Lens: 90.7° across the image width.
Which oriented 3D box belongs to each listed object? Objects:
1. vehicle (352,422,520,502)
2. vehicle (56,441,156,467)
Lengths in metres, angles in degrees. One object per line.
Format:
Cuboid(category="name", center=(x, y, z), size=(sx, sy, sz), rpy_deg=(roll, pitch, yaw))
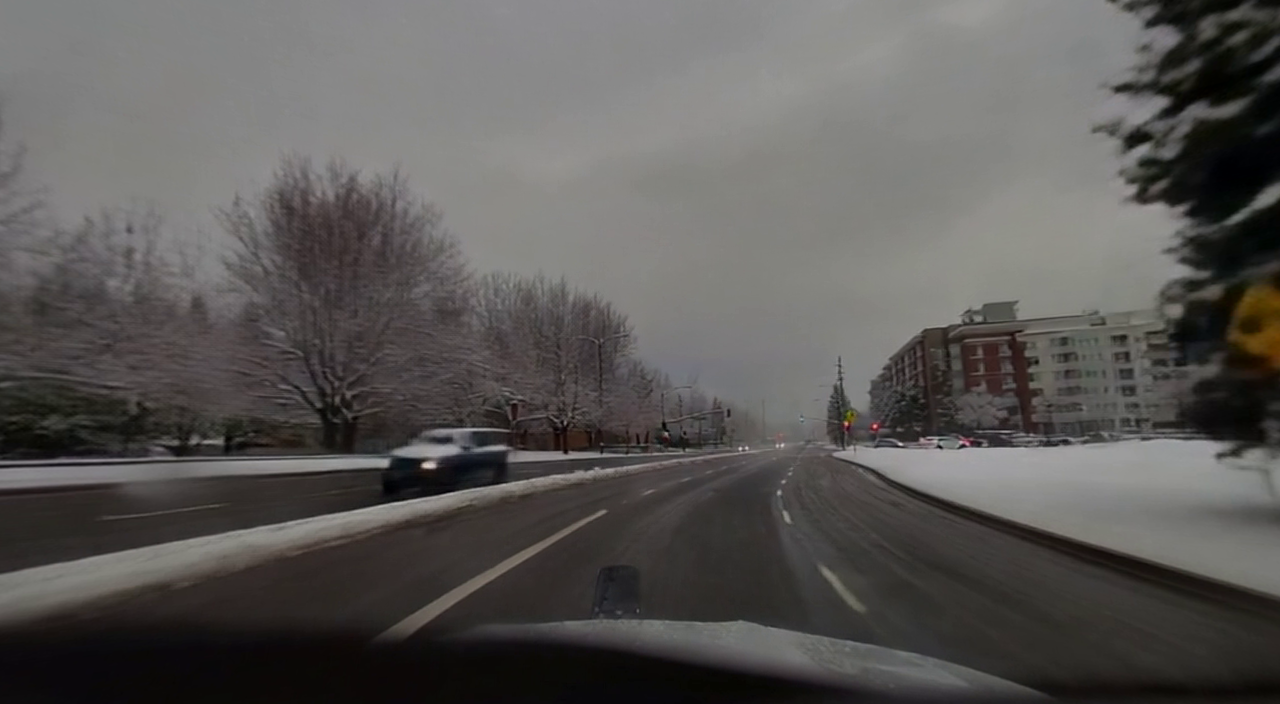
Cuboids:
Cuboid(category="vehicle", center=(-4.882, 2.733, 16.043), size=(2.117, 1.683, 4.565), rpy_deg=(-2, -9, 10))
Cuboid(category="vehicle", center=(-39.267, 7.520, 46.735), size=(1.981, 1.755, 5.271), rpy_deg=(-1, -9, 15))
